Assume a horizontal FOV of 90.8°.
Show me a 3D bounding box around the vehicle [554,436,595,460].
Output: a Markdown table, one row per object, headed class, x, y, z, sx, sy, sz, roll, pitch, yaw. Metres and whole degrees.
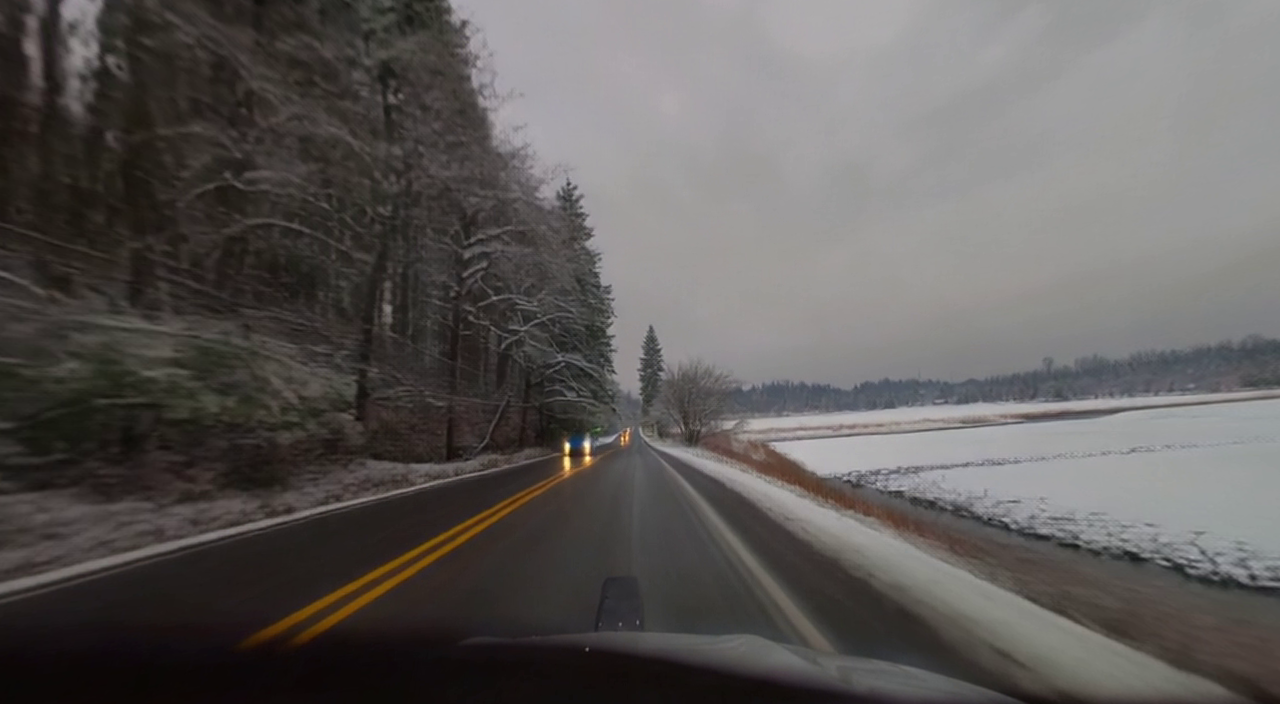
| class | x | y | z | sx | sy | sz | roll | pitch | yaw |
| --- | --- | --- | --- | --- | --- | --- | --- | --- | --- |
| vehicle | -4.403 | 6.525 | 43.180 | 2.179 | 1.579 | 4.637 | 0 | -8 | 1 |
